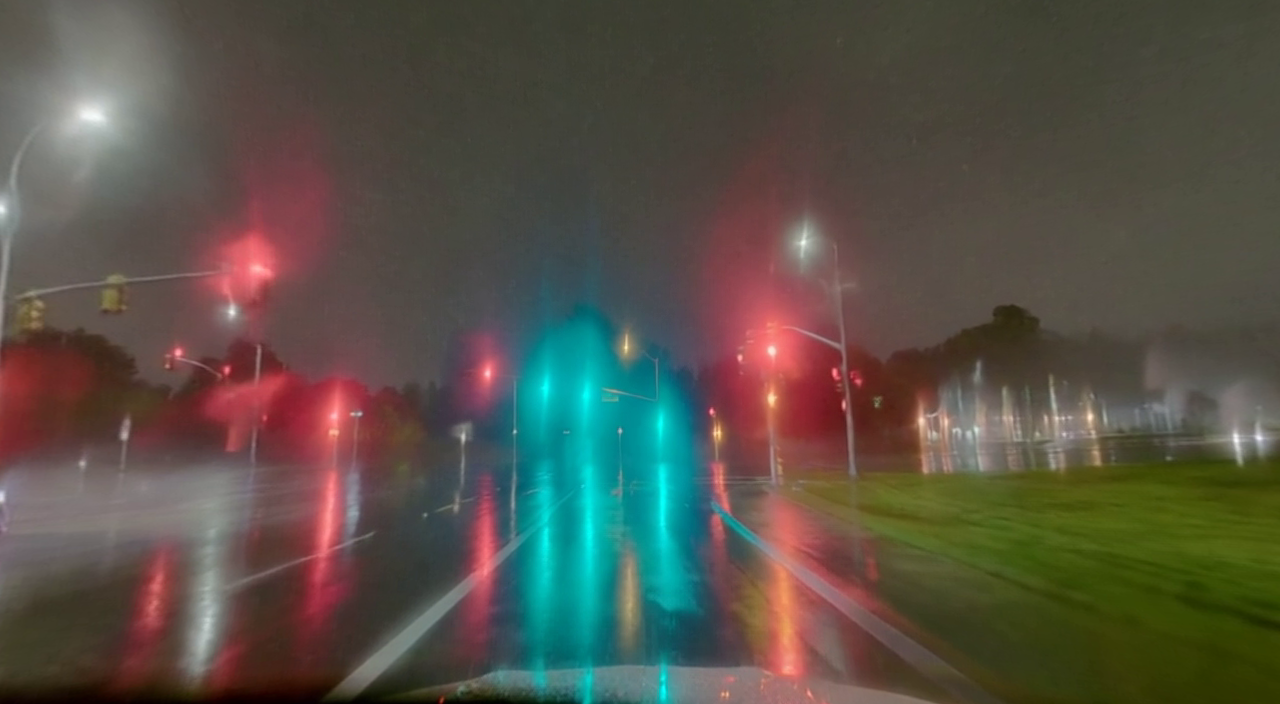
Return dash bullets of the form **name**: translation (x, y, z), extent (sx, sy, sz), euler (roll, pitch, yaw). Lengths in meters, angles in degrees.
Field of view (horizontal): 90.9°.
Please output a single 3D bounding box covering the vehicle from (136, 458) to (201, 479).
- **vehicle**: translation (-36.698, 9.055, 49.103), extent (3.748, 1.389, 1.656), euler (-2, -6, -1)
